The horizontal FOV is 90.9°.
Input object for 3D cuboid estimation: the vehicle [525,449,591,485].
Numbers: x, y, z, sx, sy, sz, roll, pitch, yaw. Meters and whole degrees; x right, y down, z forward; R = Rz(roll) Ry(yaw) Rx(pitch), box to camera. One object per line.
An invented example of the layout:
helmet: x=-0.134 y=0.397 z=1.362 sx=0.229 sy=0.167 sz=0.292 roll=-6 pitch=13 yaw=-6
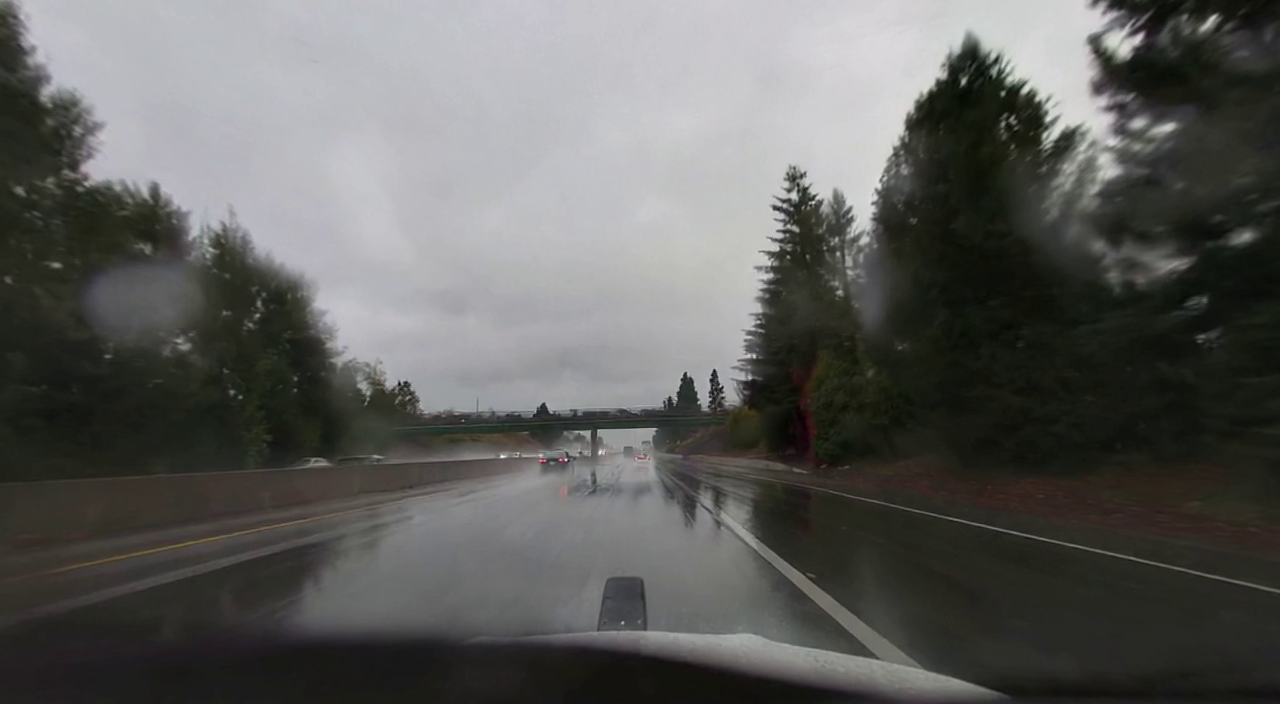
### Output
vehicle: x=-3.488 y=5.017 z=27.799 sx=2.293 sy=1.462 sz=4.452 roll=0 pitch=-9 yaw=0
